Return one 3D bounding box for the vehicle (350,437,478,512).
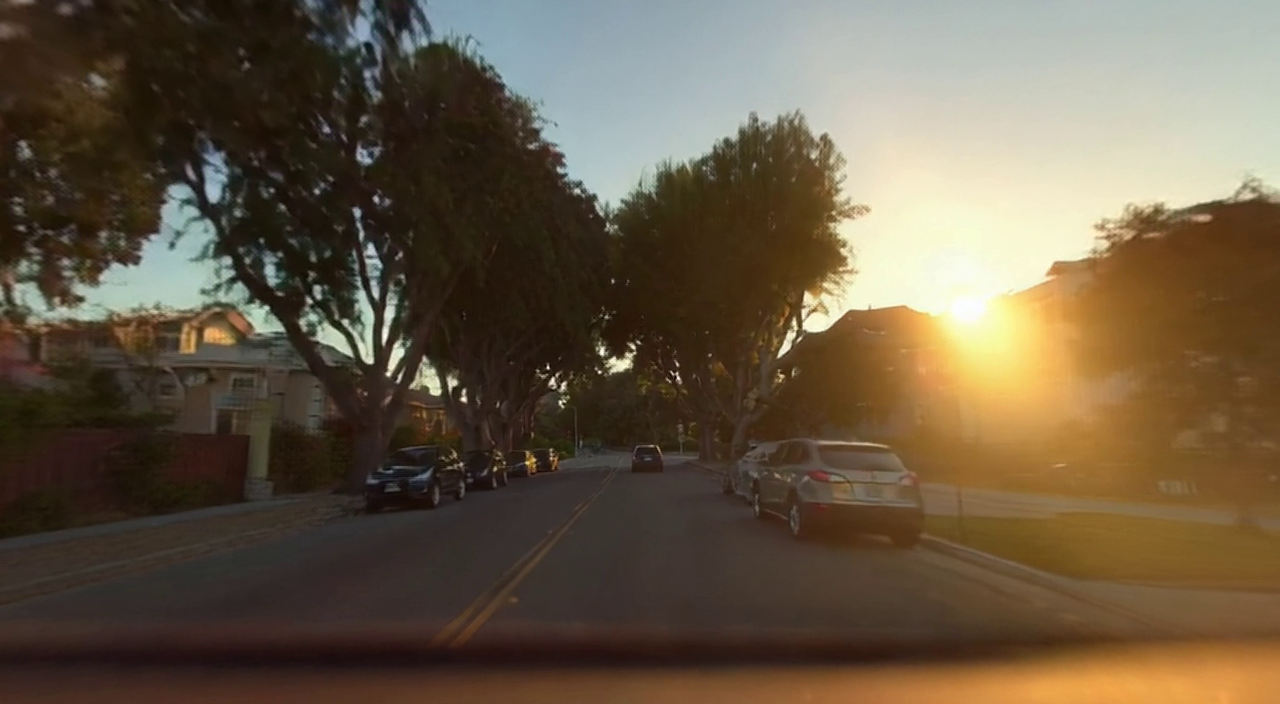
[{"bbox_3d":[-5.648,3.073,16.404,1.955,1.659,4.324,0,-8,-4],"label":"vehicle"}]

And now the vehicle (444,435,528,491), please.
[{"bbox_3d":[-5.454,3.969,22.898,1.899,1.615,4.624,-5,-8,-1],"label":"vehicle"}]

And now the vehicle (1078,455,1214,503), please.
[{"bbox_3d":[21.587,5.372,27.192,1.765,1.762,4.881,0,-8,0],"label":"vehicle"}]

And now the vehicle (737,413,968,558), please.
[{"bbox_3d":[3.034,2.012,10.304,1.970,1.801,4.721,0,-8,-2],"label":"vehicle"}]

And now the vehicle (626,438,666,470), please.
[{"bbox_3d":[0.316,5.854,36.463,2.172,1.722,4.201,0,-8,0],"label":"vehicle"}]
